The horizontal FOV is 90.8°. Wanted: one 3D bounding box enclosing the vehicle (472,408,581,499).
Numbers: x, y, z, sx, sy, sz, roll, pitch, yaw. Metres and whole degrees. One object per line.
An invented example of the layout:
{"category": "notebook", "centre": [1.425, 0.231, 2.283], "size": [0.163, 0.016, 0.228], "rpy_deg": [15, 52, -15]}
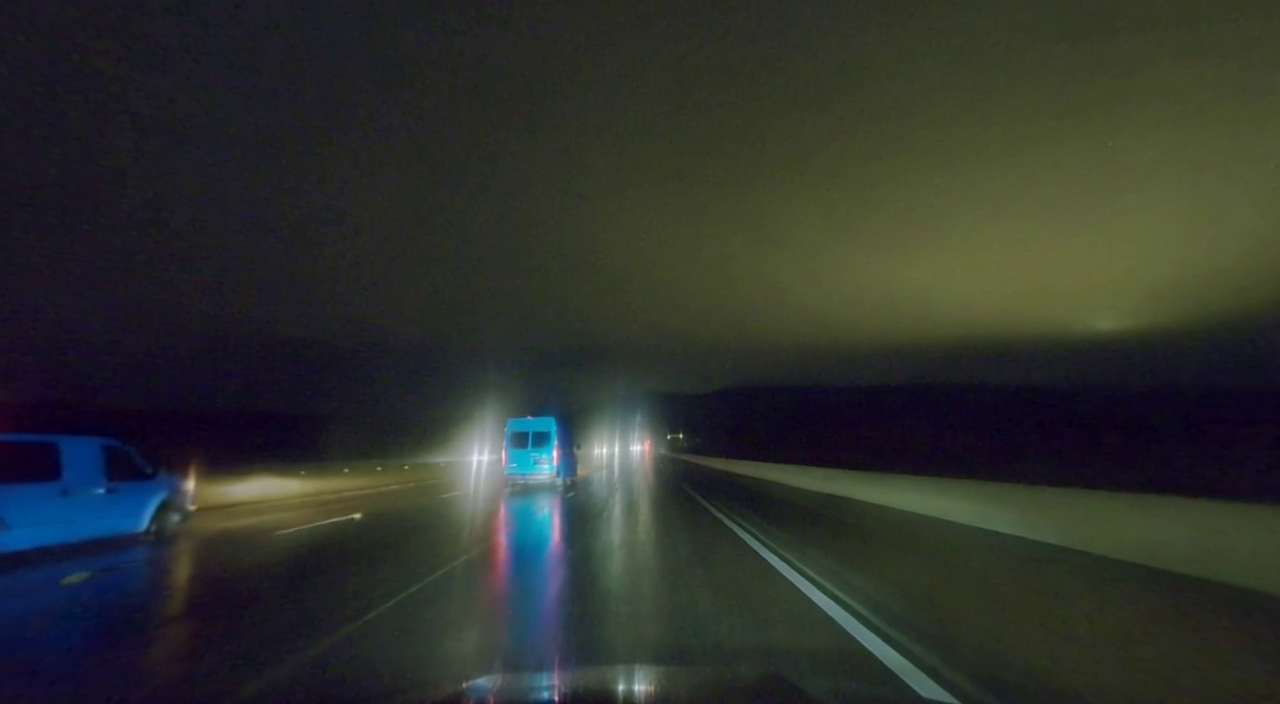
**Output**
{"category": "vehicle", "centre": [-3.474, 3.321, 20.805], "size": [2.437, 2.565, 5.829], "rpy_deg": [0, -9, 1]}

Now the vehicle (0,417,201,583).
{"category": "vehicle", "centre": [-7.579, 1.613, 7.097], "size": [2.164, 1.664, 4.252], "rpy_deg": [0, -9, 0]}
